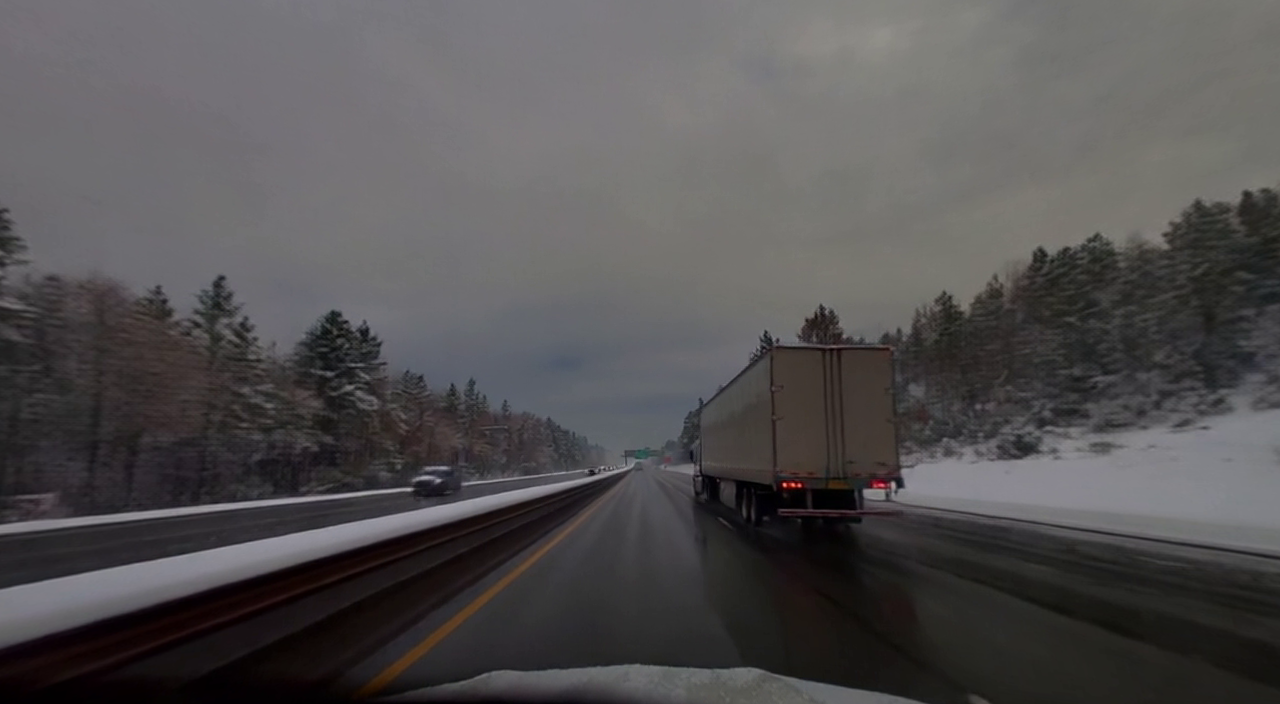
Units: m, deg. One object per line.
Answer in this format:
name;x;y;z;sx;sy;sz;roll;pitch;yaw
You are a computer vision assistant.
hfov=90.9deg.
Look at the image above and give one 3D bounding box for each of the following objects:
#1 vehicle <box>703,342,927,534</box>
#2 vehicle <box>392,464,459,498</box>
vehicle;4.390;3.022;20.200;3.204;4.102;13.306;0;-11;-1
vehicle;-11.343;6.855;33.693;1.917;1.639;4.598;0;-10;1
